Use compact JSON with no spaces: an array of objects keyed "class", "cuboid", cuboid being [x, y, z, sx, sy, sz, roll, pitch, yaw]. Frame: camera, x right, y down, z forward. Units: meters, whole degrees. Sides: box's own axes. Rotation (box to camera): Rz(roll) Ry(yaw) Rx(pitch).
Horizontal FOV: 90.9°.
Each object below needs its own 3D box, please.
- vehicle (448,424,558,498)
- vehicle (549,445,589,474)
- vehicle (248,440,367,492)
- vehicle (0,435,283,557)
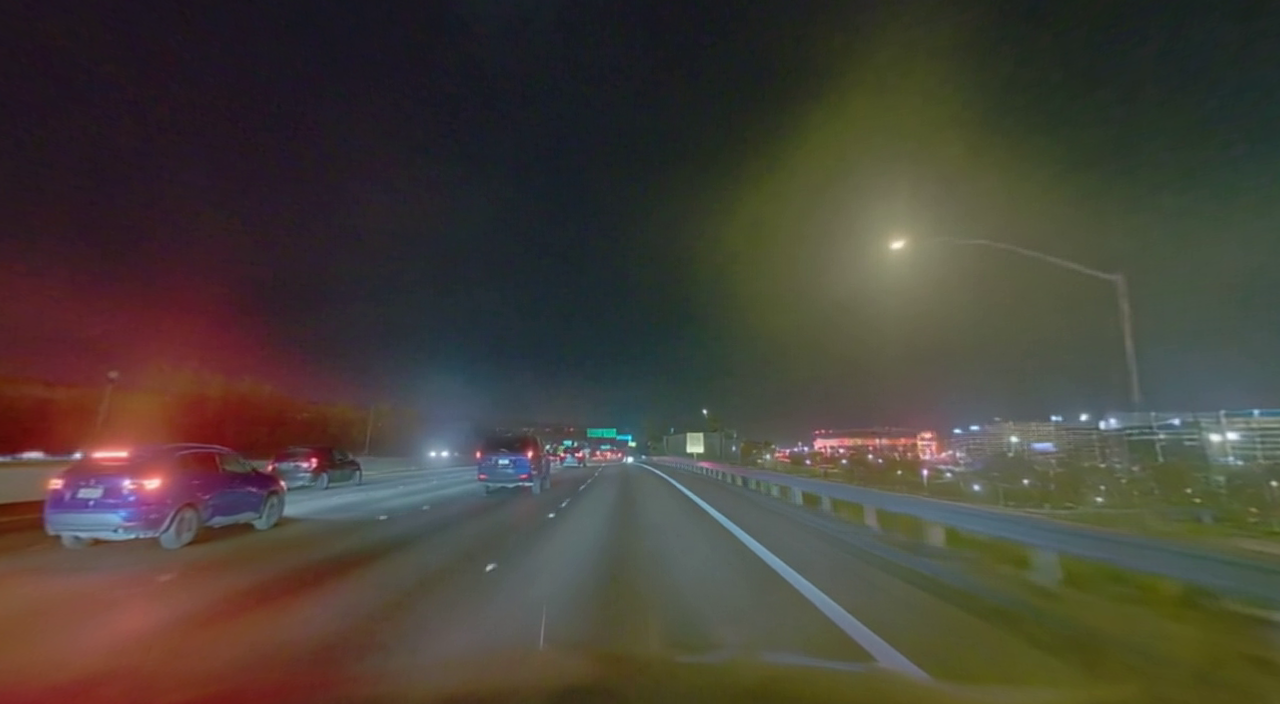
[{"class":"vehicle","cuboid":[-4.066,3.360,19.845,2.301,1.985,5.247,0,-8,0]},{"class":"vehicle","cuboid":[-4.142,6.299,37.204,1.955,1.614,3.817,0,-8,-1]},{"class":"vehicle","cuboid":[-11.772,4.025,22.734,1.919,1.665,4.394,0,-8,-1]},{"class":"vehicle","cuboid":[-7.387,2.061,9.692,1.796,1.509,3.393,0,-8,0]}]
